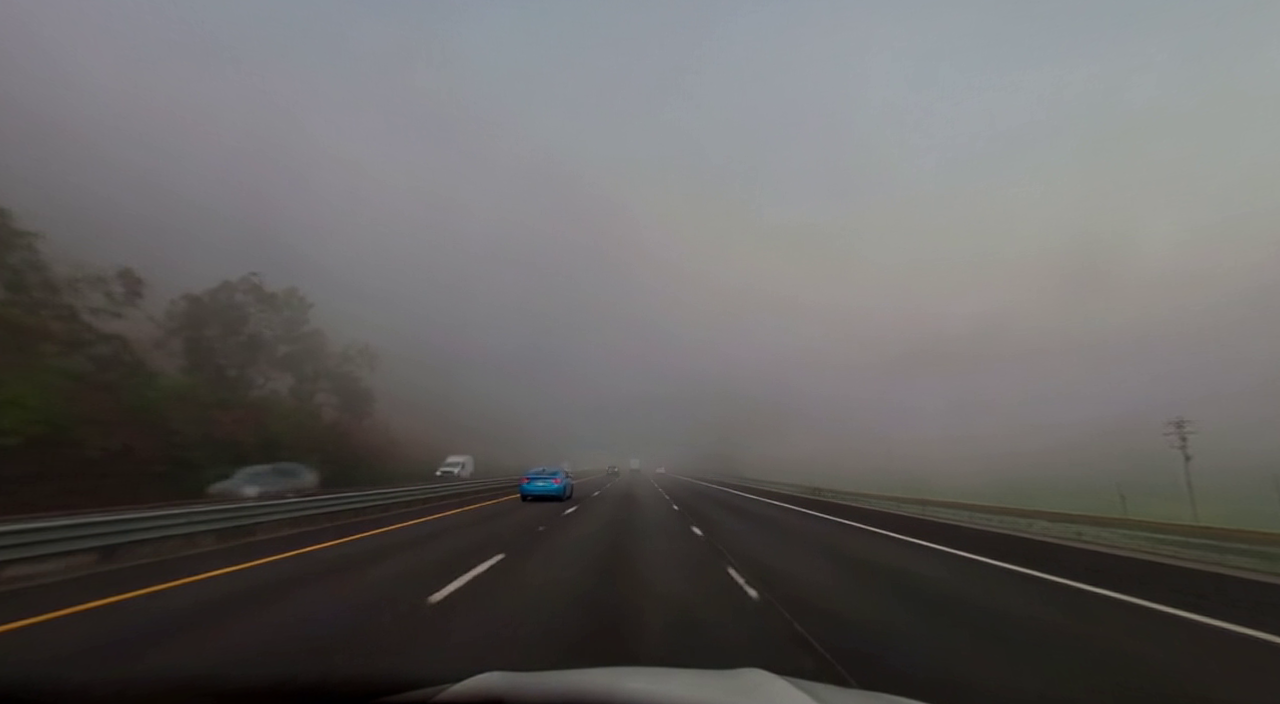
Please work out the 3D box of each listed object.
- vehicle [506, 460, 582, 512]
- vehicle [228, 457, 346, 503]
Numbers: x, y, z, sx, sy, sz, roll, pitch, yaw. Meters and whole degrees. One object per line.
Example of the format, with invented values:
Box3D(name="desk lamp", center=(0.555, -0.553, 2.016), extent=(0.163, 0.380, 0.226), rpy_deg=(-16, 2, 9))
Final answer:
Box3D(name="vehicle", center=(-3.064, 4.395, 20.961), extent=(1.797, 1.532, 4.072), rpy_deg=(1, -10, 1))
Box3D(name="vehicle", center=(-11.932, 4.354, 21.621), extent=(1.787, 1.407, 3.831), rpy_deg=(1, -10, 0))
